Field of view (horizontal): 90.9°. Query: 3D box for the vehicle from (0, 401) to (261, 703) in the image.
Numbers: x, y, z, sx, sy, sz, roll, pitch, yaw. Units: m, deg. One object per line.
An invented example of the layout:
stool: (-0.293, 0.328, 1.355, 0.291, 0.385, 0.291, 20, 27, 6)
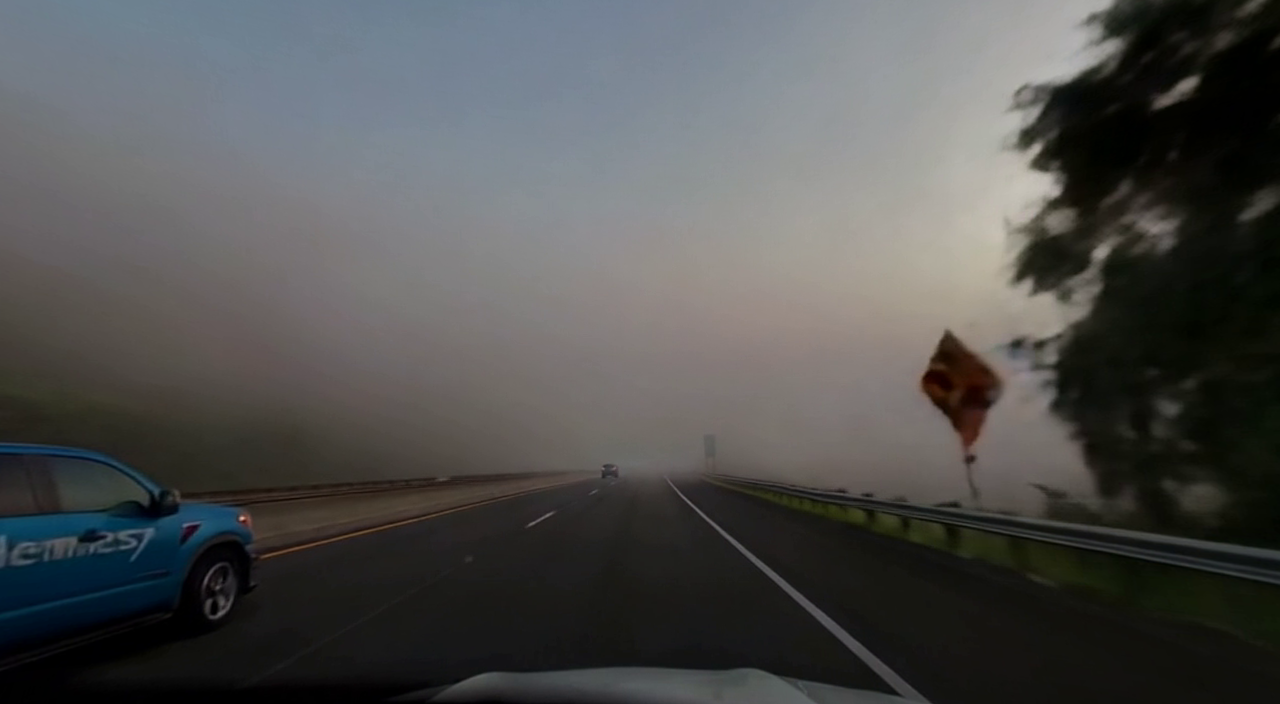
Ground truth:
vehicle: (-3.998, 0.861, 2.253, 2.135, 1.506, 5.041, 1, -10, 0)
